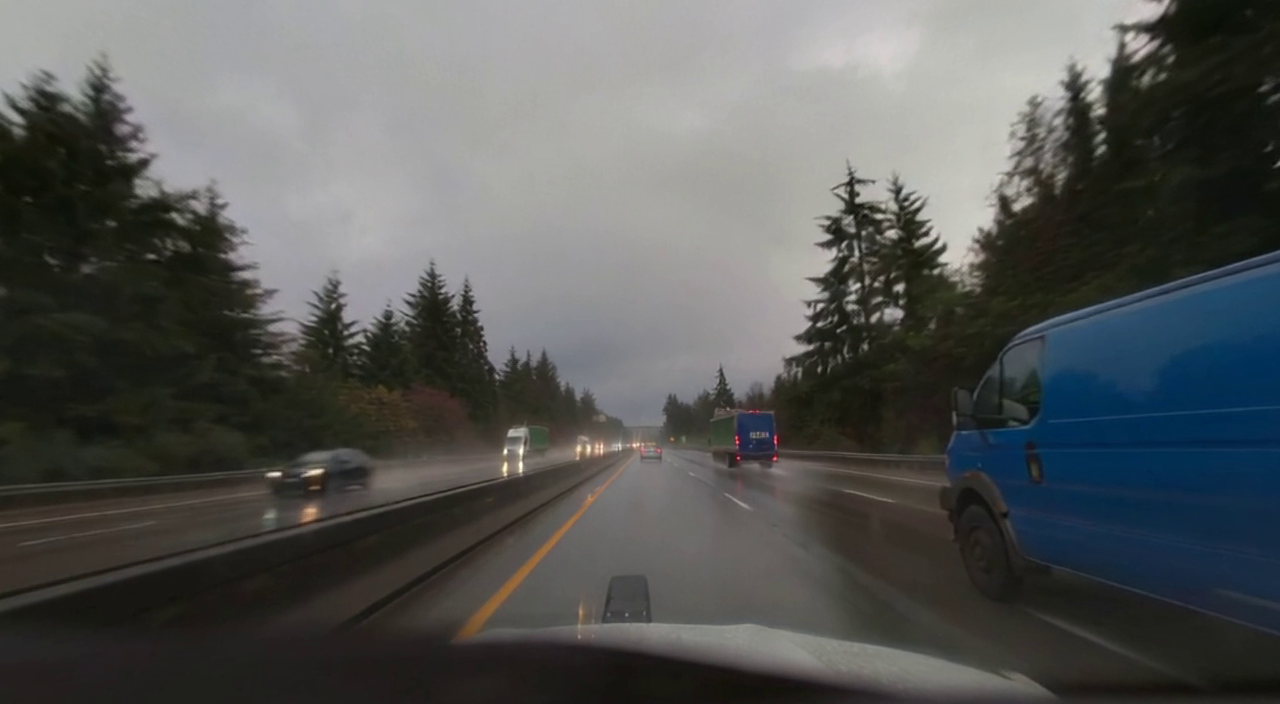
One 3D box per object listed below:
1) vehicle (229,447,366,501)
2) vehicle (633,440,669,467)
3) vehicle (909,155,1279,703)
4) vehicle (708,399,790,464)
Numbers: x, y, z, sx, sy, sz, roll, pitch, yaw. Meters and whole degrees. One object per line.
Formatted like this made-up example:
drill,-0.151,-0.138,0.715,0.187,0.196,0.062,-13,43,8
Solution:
vehicle,-11.245,3.997,21.105,1.930,1.540,4.640,0,-8,1
vehicle,0.703,6.359,39.526,2.121,1.590,4.434,0,-8,1
vehicle,4.175,0.485,3.271,2.393,2.679,7.059,0,-8,0
vehicle,7.932,6.349,49.047,3.479,4.156,17.231,0,-8,1
